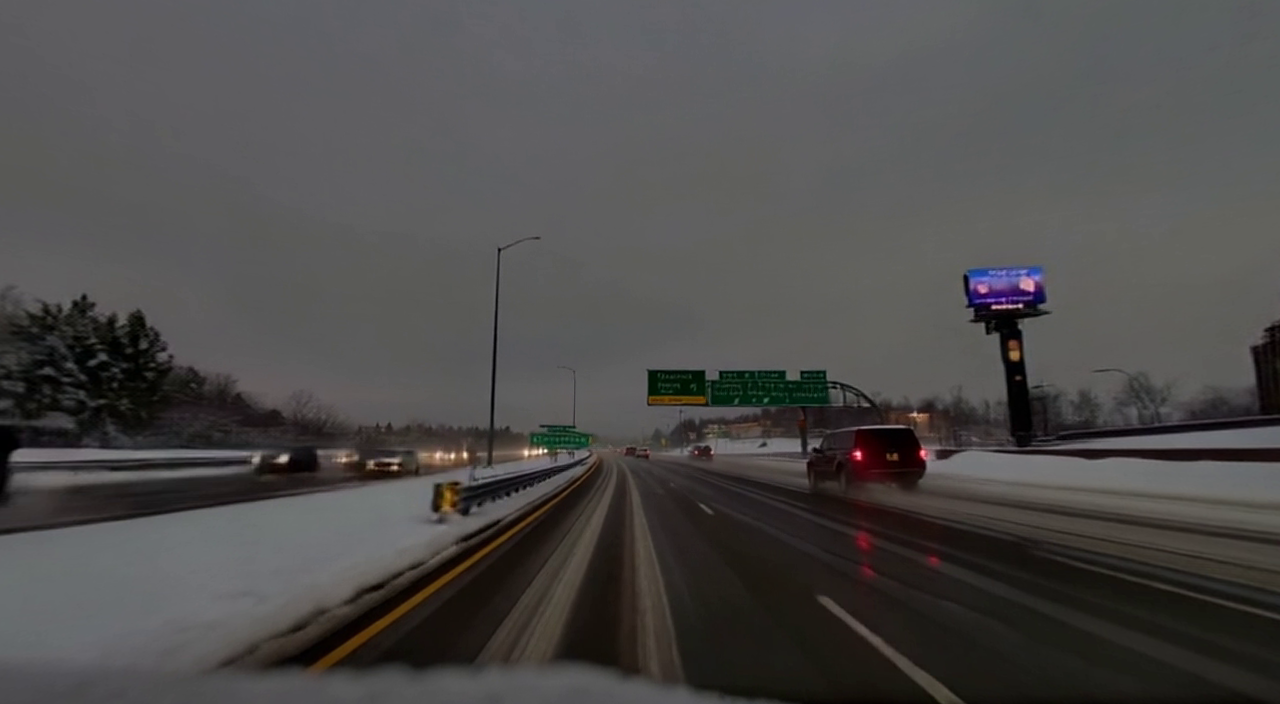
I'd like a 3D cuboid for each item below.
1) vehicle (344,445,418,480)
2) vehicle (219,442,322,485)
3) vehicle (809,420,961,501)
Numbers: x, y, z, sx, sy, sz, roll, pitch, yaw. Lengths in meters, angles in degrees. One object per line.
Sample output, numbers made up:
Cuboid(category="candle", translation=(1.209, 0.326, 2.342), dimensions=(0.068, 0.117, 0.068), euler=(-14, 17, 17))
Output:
Cuboid(category="vehicle", translation=(-13.839, 5.912, 34.061), dimensions=(2.118, 1.711, 4.587), euler=(0, -9, -2))
Cuboid(category="vehicle", translation=(-17.498, 5.262, 30.274), dimensions=(2.108, 1.852, 4.929), euler=(0, -8, -2))
Cuboid(category="vehicle", translation=(6.685, 3.032, 18.010), dimensions=(2.181, 1.952, 4.973), euler=(0, -9, -2))
